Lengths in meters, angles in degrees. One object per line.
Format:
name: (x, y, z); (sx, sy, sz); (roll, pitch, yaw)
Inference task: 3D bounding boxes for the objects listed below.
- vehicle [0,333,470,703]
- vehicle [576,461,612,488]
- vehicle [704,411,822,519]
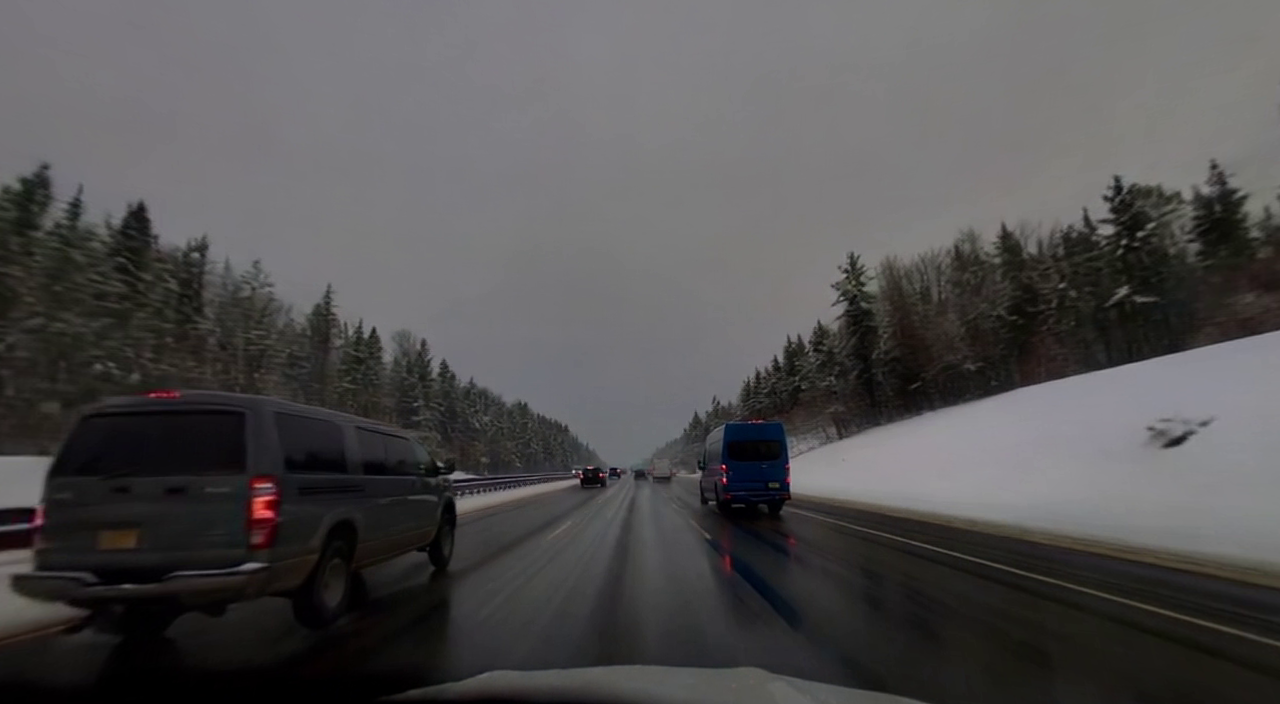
vehicle: (-3.400, 1.314, 5.553); (2.378, 1.930, 5.086); (1, -10, 0)
vehicle: (-3.273, 8.921, 45.941); (2.204, 1.852, 4.661); (1, -10, 1)
vehicle: (3.747, 3.657, 20.469); (2.703, 2.988, 5.097); (1, -10, -1)
